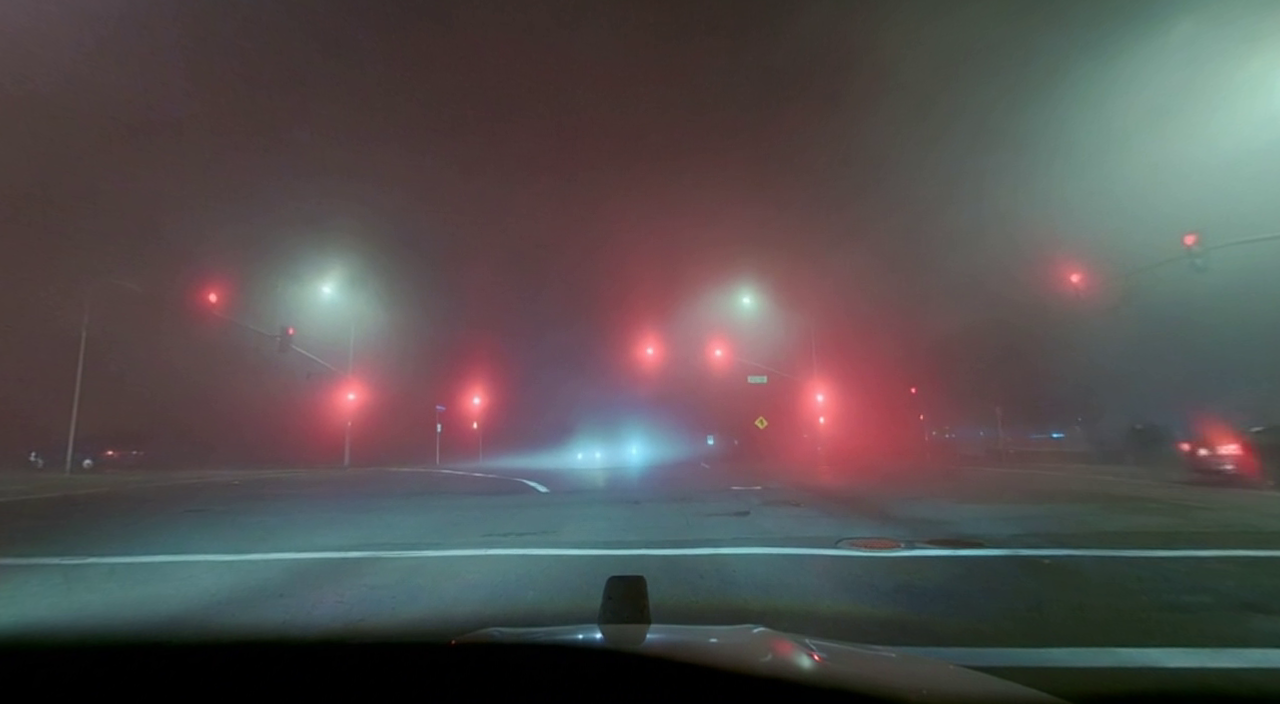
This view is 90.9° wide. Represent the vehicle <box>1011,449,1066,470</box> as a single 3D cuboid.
[{"bbox_3d":[28.495,7.673,45.205,1.662,1.440,3.583,-1,-8,3],"label":"vehicle"}]

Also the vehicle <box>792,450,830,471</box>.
[{"bbox_3d":[12.575,7.941,46.482,1.647,1.386,3.725,-1,-8,-1],"label":"vehicle"}]

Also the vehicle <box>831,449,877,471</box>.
[{"bbox_3d":[15.534,7.838,45.965,1.714,1.458,4.206,0,-8,-2],"label":"vehicle"}]

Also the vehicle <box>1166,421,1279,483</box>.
[{"bbox_3d":[16.399,2.570,16.275,3.894,1.490,1.810,-1,-8,3],"label":"vehicle"}]

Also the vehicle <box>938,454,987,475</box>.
[{"bbox_3d":[23.014,8.000,45.051,1.633,1.324,3.449,-1,-8,-1],"label":"vehicle"}]

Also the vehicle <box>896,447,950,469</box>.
[{"bbox_3d":[20.592,7.682,46.036,1.815,1.515,4.552,0,-8,0],"label":"vehicle"}]
